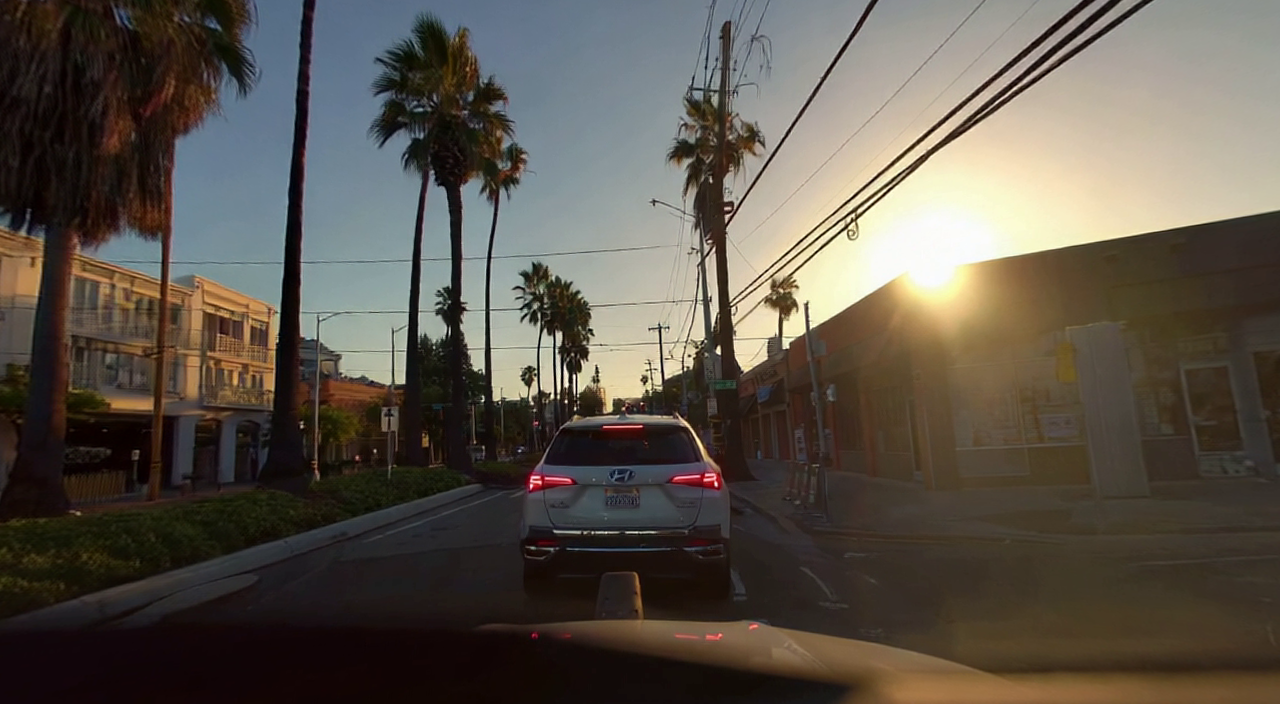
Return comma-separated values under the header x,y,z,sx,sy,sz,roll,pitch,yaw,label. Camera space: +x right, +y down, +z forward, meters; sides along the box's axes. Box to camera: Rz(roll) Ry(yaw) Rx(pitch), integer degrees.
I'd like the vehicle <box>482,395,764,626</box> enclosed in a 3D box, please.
x,y,z,sx,sy,sz,roll,pitch,yaw,label
-0.210,1.453,6.684,2.105,1.702,3.750,0,-8,-3,vehicle
